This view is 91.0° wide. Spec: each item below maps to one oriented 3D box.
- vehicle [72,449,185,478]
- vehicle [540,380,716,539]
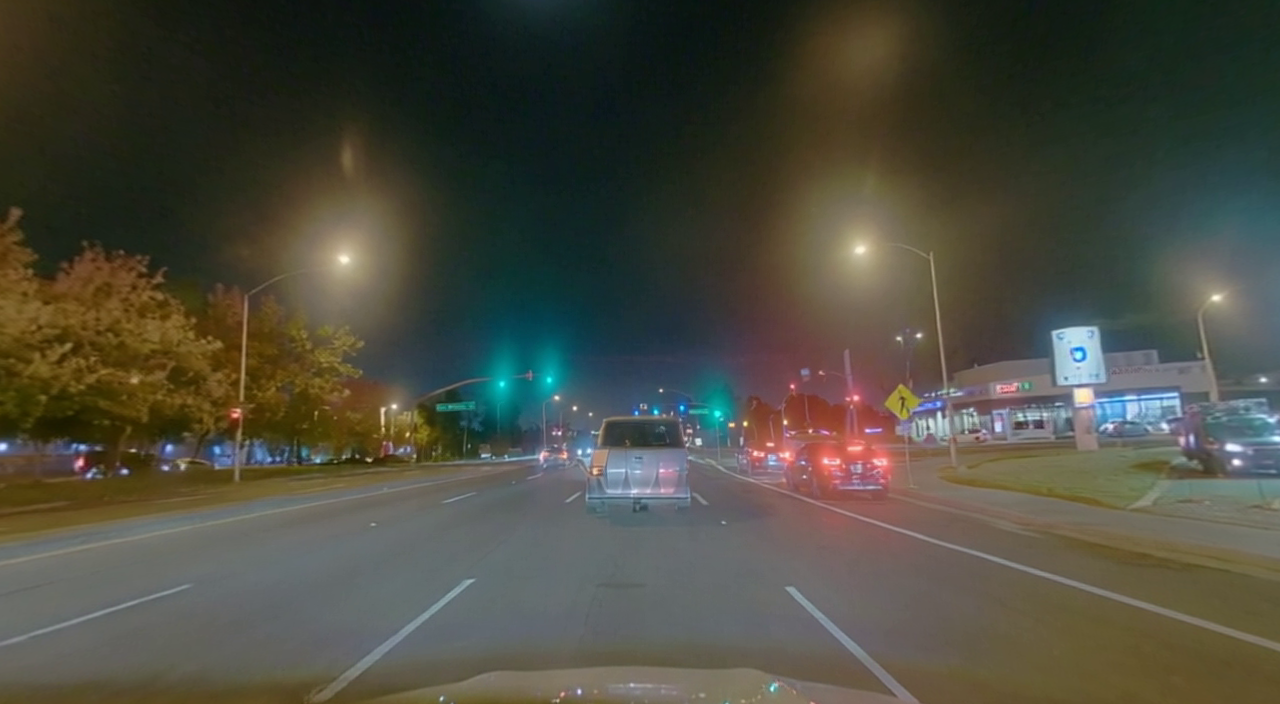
[{"bbox_3d":[-36.021,7.826,44.464,5.755,1.945,2.403,0,-8,-1],"label":"vehicle"},{"bbox_3d":[-0.328,1.863,11.416,2.350,2.122,5.801,0,-8,-3],"label":"vehicle"}]
